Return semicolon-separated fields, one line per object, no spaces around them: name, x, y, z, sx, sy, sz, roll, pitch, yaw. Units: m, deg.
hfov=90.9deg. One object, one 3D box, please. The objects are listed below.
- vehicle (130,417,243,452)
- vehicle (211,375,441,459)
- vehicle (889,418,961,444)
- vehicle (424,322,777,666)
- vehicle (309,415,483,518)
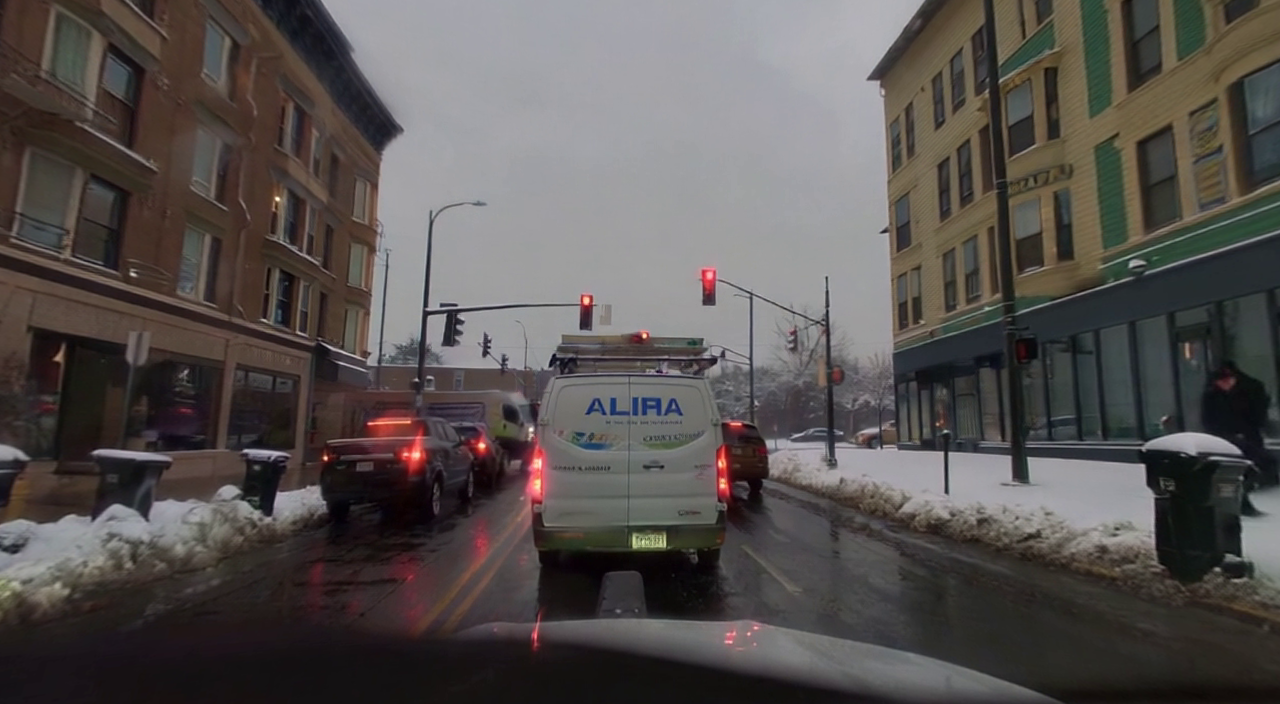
vehicle;-20.711;3.787;28.909;3.713;1.571;1.751;1;-8;-6
vehicle;-12.789;2.792;26.531;8.088;3.213;2.801;2;-8;-13
vehicle;16.114;4.484;35.649;3.381;1.391;1.529;1;-8;-10
vehicle;-0.318;1.061;5.727;1.951;1.907;4.266;0;-8;-3
vehicle;-3.954;1.883;10.860;1.841;1.461;3.426;1;-8;-5
